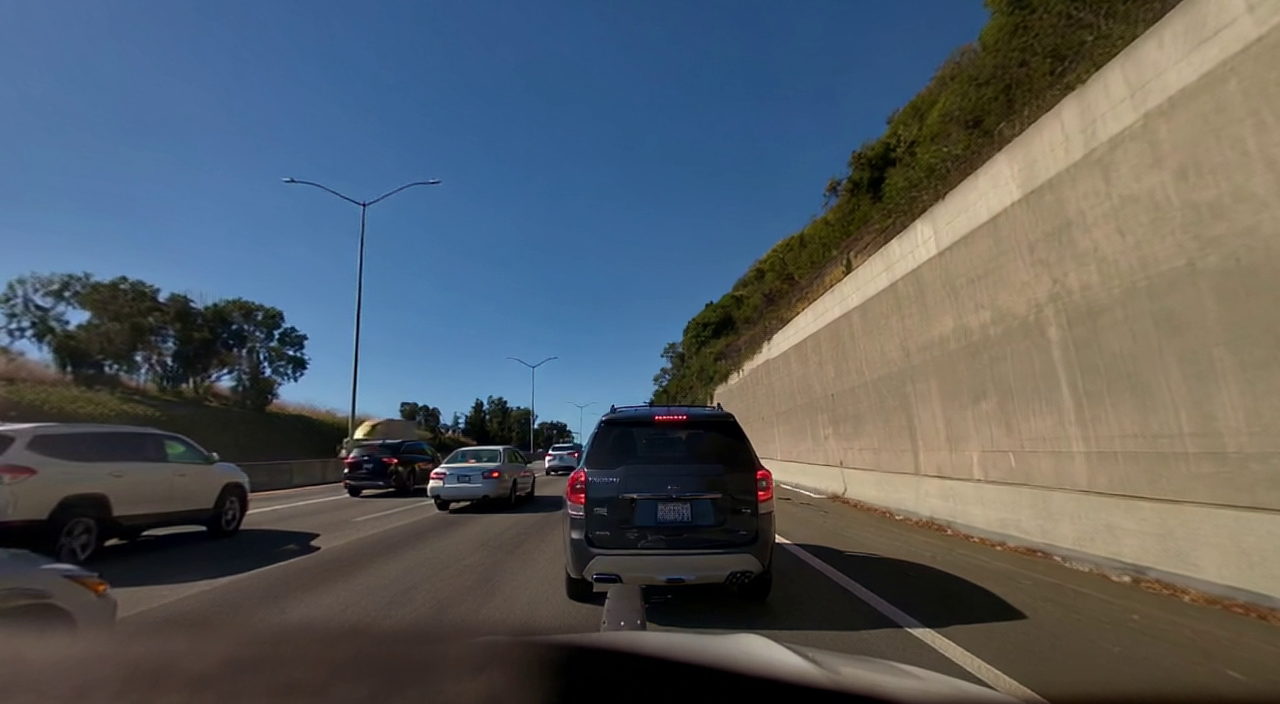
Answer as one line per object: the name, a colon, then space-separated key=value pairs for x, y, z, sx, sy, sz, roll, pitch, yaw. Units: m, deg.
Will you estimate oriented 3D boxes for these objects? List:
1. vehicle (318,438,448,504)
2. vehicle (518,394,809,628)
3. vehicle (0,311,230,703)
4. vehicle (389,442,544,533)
vehicle: x=-7.521 y=3.515 z=19.071 sx=1.986 sy=1.700 sz=4.558 roll=0 pitch=-9 yaw=0
vehicle: x=0.131 y=1.620 z=7.534 sx=2.210 sy=1.760 sz=5.303 roll=0 pitch=-9 yaw=-1
vehicle: x=-3.505 y=0.622 z=1.256 sx=2.085 sy=1.893 sz=4.880 roll=0 pitch=-9 yaw=0
vehicle: x=-3.228 y=2.598 z=12.680 sx=1.917 sy=1.506 sz=3.949 roll=0 pitch=-9 yaw=1
